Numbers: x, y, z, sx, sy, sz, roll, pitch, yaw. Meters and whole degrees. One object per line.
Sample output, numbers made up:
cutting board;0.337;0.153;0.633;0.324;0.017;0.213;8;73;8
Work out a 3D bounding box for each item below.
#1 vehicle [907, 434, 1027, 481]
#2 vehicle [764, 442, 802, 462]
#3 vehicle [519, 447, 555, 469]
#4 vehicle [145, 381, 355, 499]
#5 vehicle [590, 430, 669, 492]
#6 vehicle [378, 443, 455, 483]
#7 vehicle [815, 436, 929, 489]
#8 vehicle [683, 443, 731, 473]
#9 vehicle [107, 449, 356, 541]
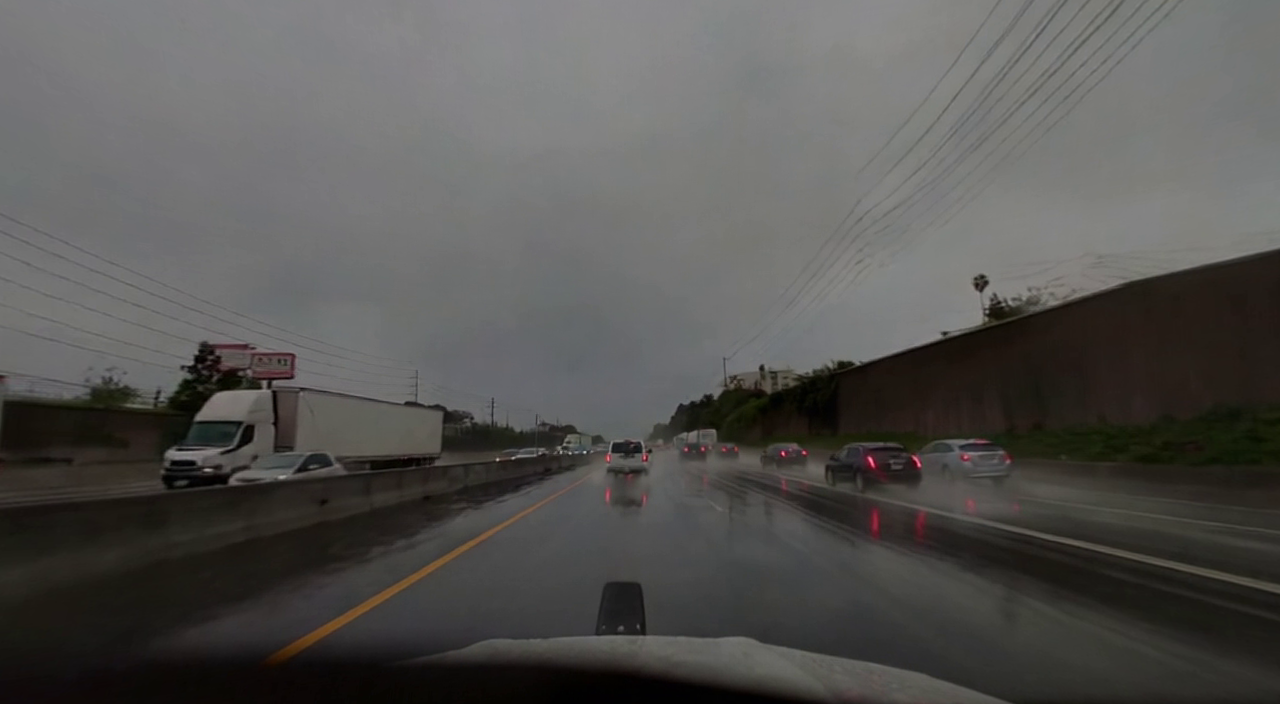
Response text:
vehicle;11.381;3.692;22.380;1.944;1.505;4.138;0;-9;-1
vehicle;11.074;7.767;49.188;1.901;1.485;4.483;0;-9;-1
vehicle;-7.745;8.016;47.871;2.011;1.598;4.342;0;-9;0
vehicle;-15.010;3.568;25.444;3.032;3.968;8.215;0;-9;0
vehicle;-0.311;3.531;20.801;2.298;1.809;4.359;0;-9;0
vehicle;-11.470;5.708;32.821;2.102;1.874;5.112;0;-9;0
vehicle;7.145;3.442;20.001;1.958;1.473;4.201;0;-9;-1
vehicle;3.488;5.636;33.861;1.934;1.461;4.368;0;-9;-2
vehicle;-7.672;2.675;12.574;1.897;1.470;4.474;0;-9;1
